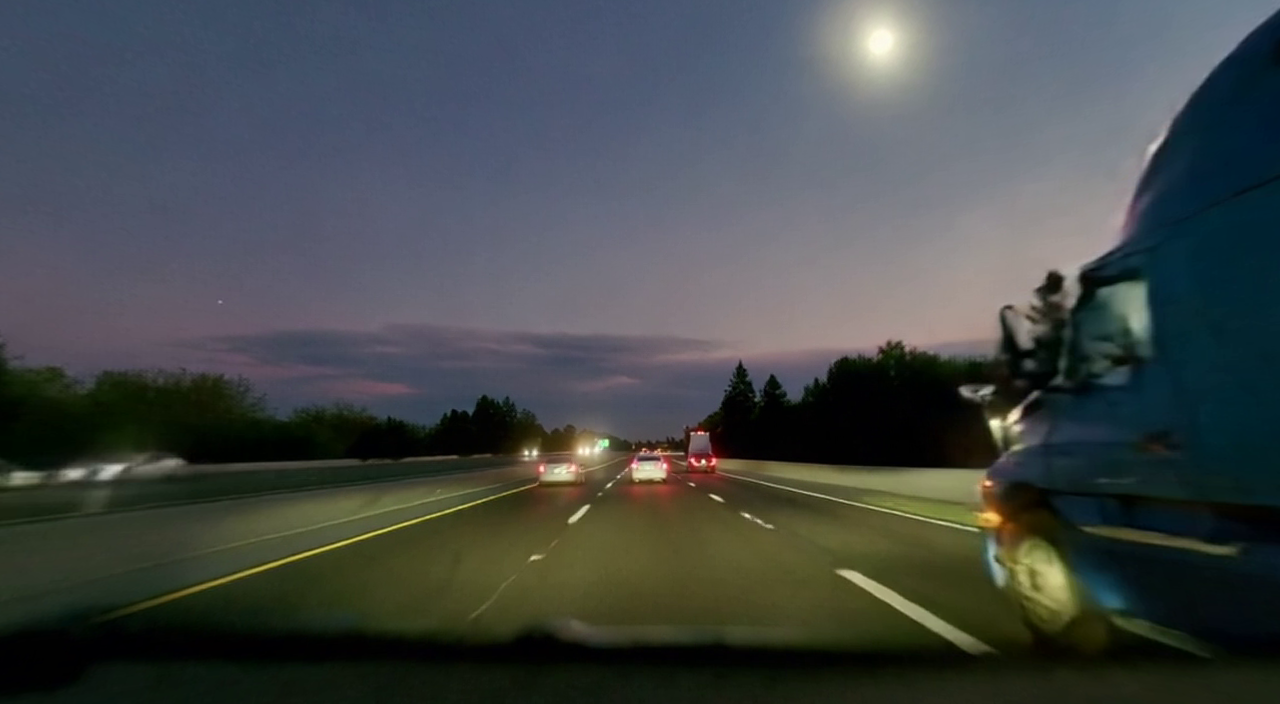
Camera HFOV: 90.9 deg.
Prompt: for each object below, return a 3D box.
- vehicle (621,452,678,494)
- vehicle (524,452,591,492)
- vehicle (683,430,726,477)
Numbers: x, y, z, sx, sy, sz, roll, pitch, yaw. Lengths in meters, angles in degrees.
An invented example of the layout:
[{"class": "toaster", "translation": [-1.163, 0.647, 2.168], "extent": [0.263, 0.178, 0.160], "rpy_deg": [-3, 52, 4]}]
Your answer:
[{"class": "vehicle", "translation": [0.325, 4.781, 25.337], "extent": [2.089, 1.516, 4.191], "rpy_deg": [0, -9, 0]}, {"class": "vehicle", "translation": [-3.274, 4.821, 25.732], "extent": [2.105, 1.467, 4.099], "rpy_deg": [0, -9, 1]}, {"class": "vehicle", "translation": [4.617, 7.174, 44.363], "extent": [2.650, 2.978, 6.937], "rpy_deg": [-2, -10, 8]}]
